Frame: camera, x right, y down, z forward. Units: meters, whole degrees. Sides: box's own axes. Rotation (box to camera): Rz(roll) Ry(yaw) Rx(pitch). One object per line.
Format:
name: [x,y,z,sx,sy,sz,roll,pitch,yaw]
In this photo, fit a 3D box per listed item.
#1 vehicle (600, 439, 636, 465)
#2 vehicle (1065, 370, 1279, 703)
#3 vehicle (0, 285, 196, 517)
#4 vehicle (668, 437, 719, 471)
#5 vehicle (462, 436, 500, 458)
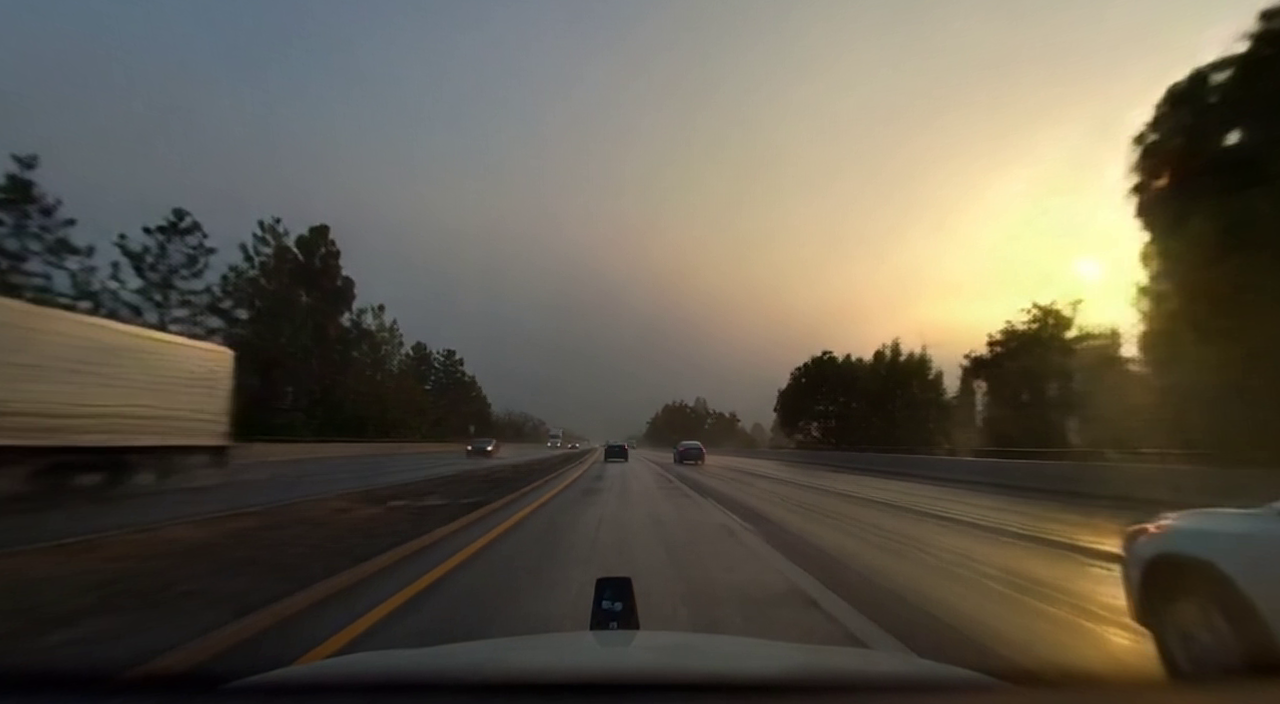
vehicle: [-1.446,6.438,40.685,2.178,1.559,4.254,0,-8,-3]
vehicle: [3.419,0.635,0.901,2.055,1.566,5.046,-1,-8,0]
vehicle: [-11.766,0.765,9.787,3.188,3.647,8.856,-1,-8,0]
vehicle: [2.612,5.066,31.537,2.146,1.546,3.796,-1,-8,0]
vehicle: [-11.522,6.939,45.876,1.872,1.499,3.792,-1,-8,-1]
